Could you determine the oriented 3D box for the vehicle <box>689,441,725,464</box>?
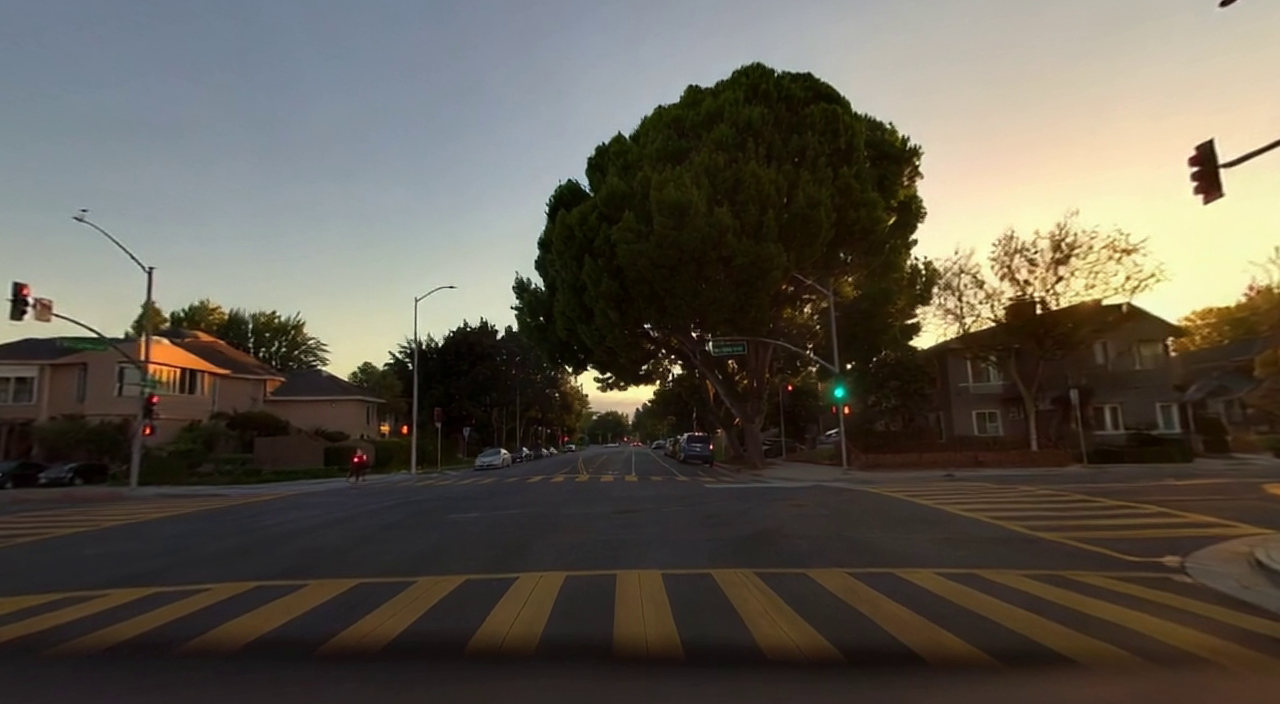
[{"bbox_3d":[4.517,6.801,42.782,1.987,1.466,4.389,0,-8,0],"label":"vehicle"}]
